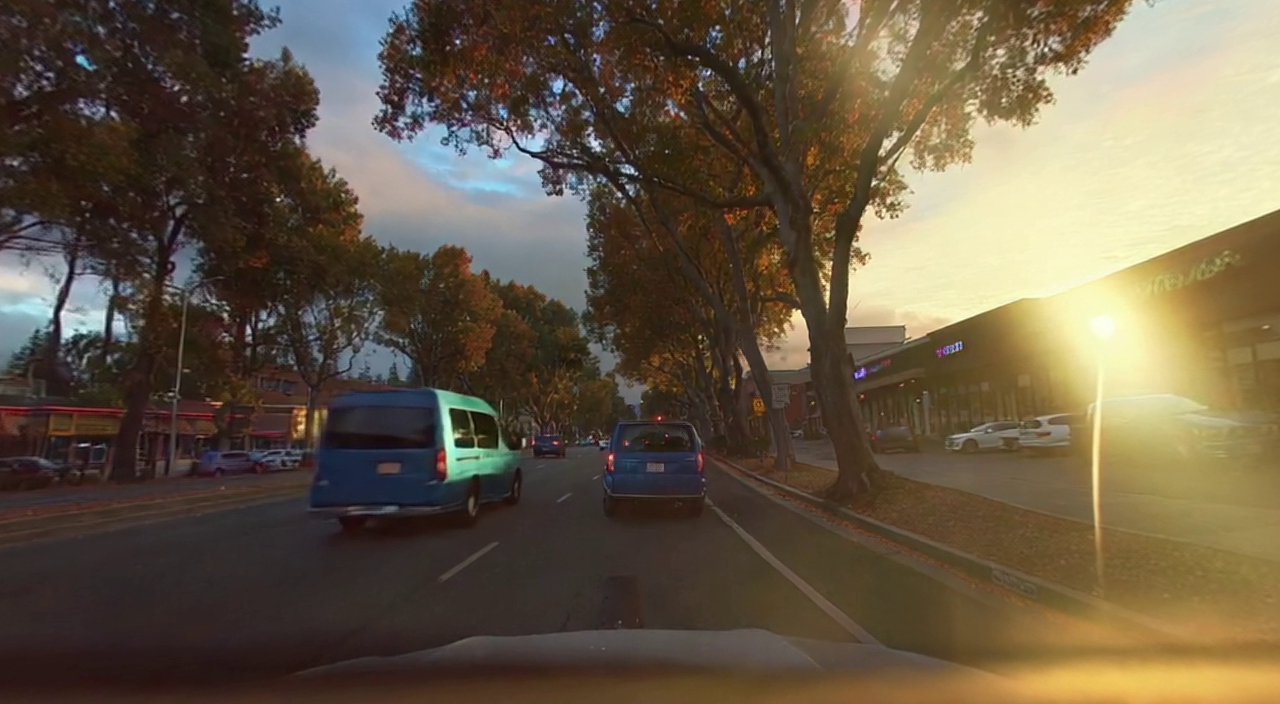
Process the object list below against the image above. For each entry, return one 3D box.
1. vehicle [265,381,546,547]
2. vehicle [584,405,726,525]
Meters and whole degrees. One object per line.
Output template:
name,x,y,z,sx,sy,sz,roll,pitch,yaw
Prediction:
vehicle,-3.366,1.808,10.745,2.486,2.074,5.456,0,-9,2
vehicle,0.292,2.056,11.885,2.173,1.830,4.189,0,-9,2
